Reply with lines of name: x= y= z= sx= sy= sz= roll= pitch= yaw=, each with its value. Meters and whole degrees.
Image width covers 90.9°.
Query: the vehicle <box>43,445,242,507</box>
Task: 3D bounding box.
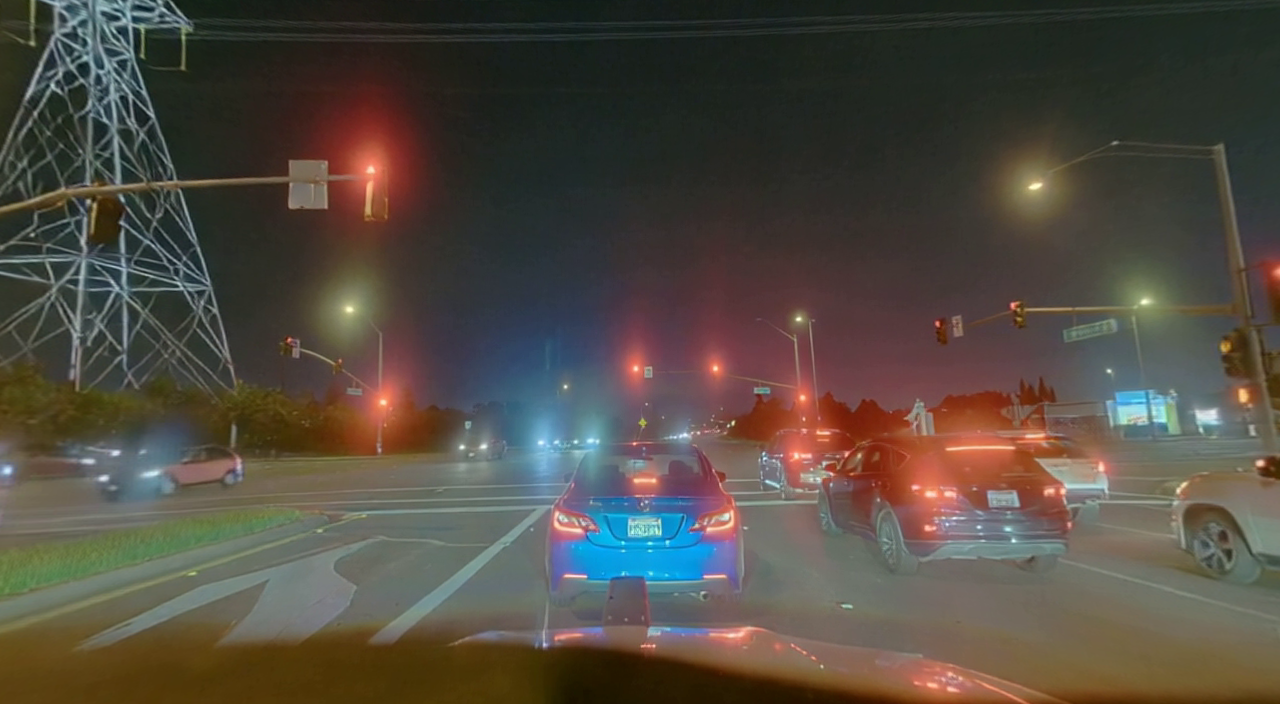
vehicle: x=-13.633 y=3.374 z=17.715 sx=1.907 sy=1.487 sz=4.392 roll=0 pitch=-8 yaw=1

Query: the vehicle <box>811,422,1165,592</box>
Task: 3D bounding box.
vehicle: x=3.658 y=1.681 z=7.717 sx=1.835 sy=1.473 sz=4.190 roll=0 pitch=-8 yaw=-2

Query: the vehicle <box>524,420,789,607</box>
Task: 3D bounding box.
vehicle: x=0.117 y=1.594 z=7.123 sx=2.117 sy=1.474 sz=4.036 roll=0 pitch=-8 yaw=0

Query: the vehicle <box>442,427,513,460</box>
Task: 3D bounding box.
vehicle: x=-9.354 y=5.362 z=36.875 sx=2.269 sy=1.716 sz=5.700 roll=-1 pitch=-8 yaw=4
